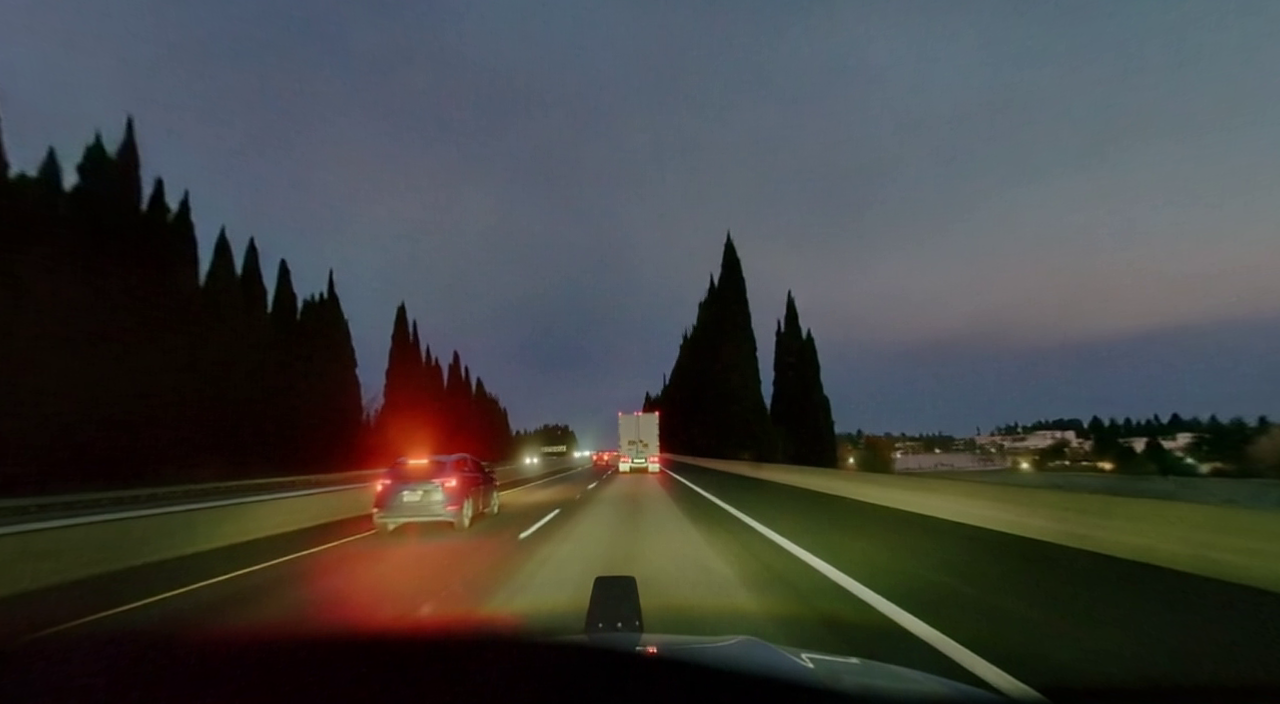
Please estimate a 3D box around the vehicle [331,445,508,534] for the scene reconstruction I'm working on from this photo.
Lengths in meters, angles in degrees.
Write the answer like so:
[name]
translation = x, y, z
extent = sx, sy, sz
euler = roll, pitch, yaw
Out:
[vehicle]
translation = -4.088, 2.609, 12.583
extent = 1.968, 1.460, 4.227
euler = 0, -9, 1
